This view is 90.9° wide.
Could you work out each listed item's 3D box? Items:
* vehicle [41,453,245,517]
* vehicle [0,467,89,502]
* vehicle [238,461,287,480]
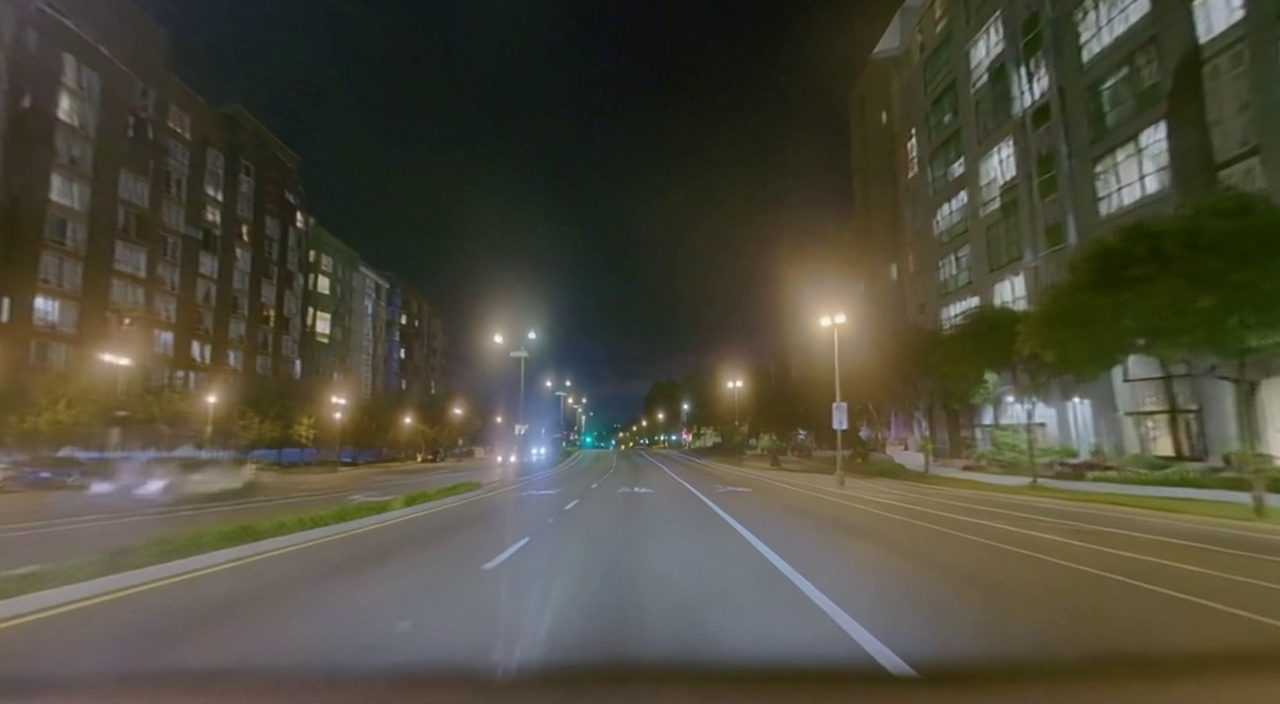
[{"bbox_3d":[-13.247,3.521,17.244,1.811,1.433,4.387,-1,-8,4],"label":"vehicle"},{"bbox_3d":[-29.213,6.351,30.376,1.629,1.411,3.897,0,-8,2],"label":"vehicle"},{"bbox_3d":[-28.946,9.086,48.391,1.518,1.364,3.470,-1,-9,1],"label":"vehicle"}]
